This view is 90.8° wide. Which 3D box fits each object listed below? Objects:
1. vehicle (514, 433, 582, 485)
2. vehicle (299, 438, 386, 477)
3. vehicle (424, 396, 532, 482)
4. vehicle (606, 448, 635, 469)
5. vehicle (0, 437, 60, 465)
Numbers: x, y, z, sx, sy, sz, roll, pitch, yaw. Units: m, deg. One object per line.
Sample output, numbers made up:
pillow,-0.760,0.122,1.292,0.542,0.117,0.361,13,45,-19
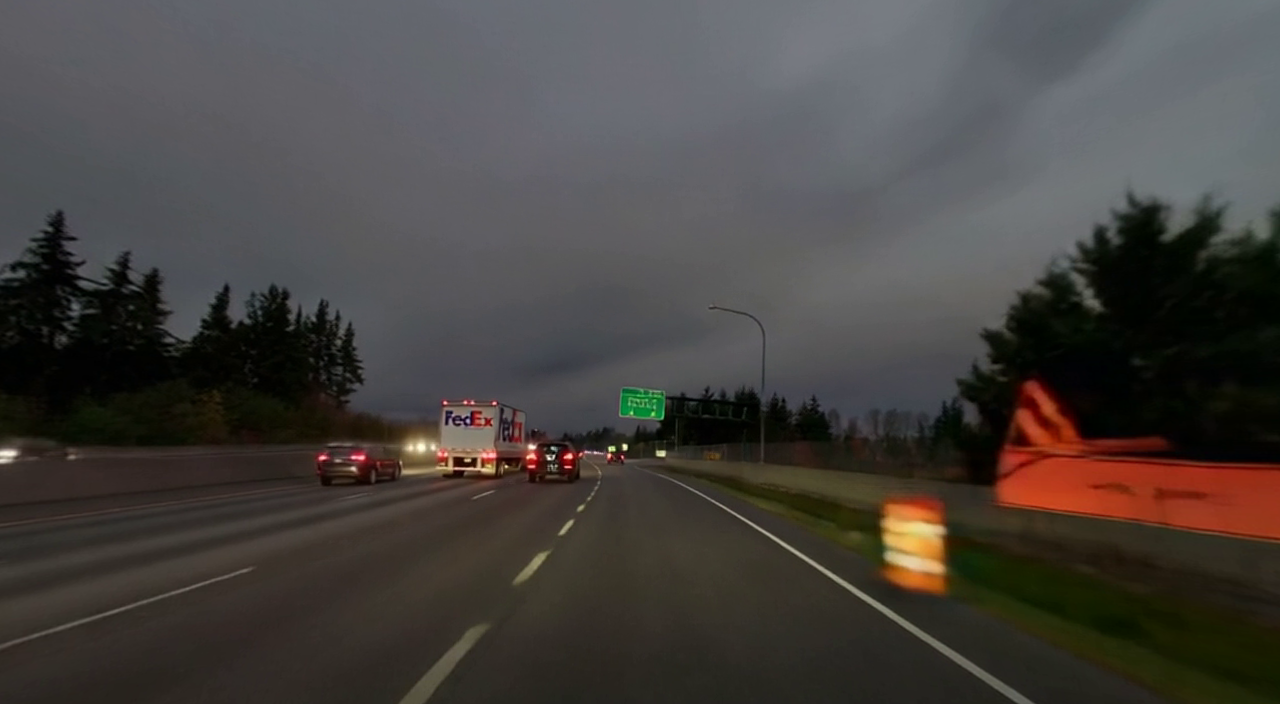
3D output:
vehicle,-3.604,4.313,25.588,2.170,1.886,4.628,0,-9,-1
vehicle,-13.818,4.914,29.639,2.018,1.668,4.409,0,-9,-2
vehicle,-6.935,4.002,28.561,2.870,3.266,8.589,0,-9,-2
vehicle,-1.470,7.846,46.656,2.043,1.489,3.839,0,-9,-3
vehicle,-34.458,5.398,34.317,1.768,1.461,4.487,0,-9,-4
